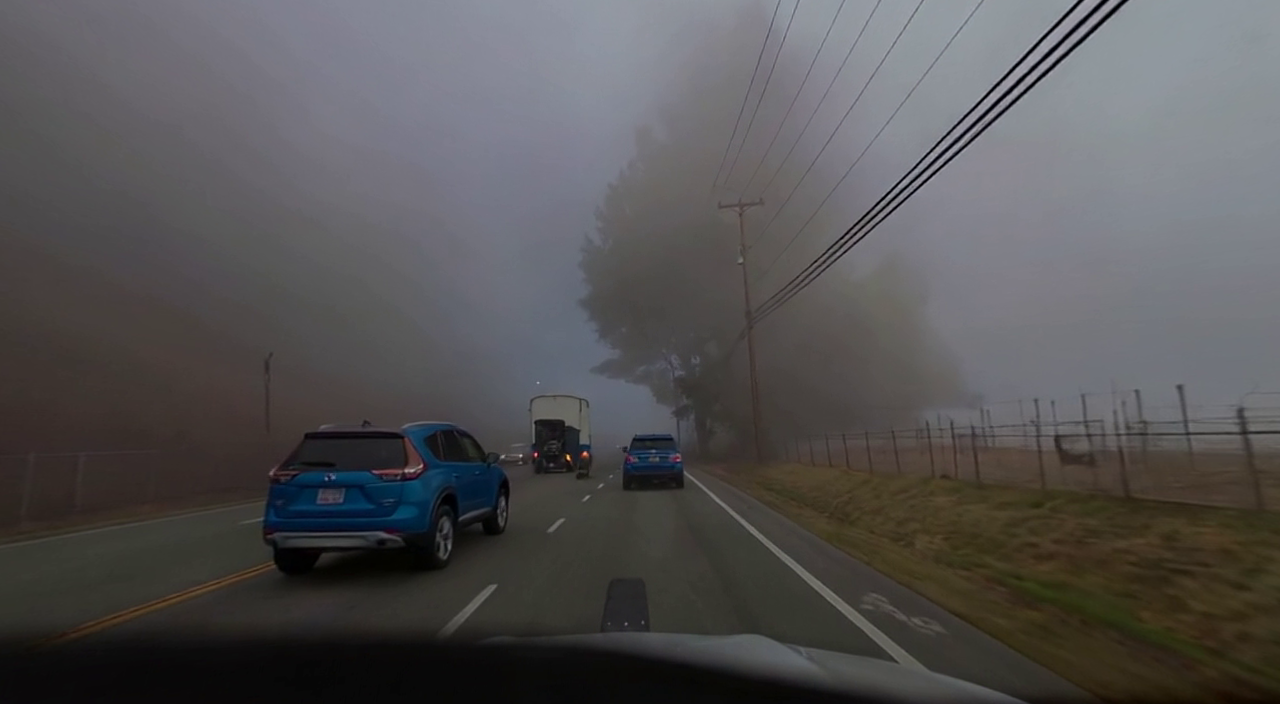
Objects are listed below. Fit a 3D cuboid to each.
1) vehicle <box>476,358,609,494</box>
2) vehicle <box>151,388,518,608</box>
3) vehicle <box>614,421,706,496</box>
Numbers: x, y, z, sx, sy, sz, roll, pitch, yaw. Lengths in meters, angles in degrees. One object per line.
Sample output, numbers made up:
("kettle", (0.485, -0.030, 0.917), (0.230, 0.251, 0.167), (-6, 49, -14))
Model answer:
("vehicle", (-2.880, 2.771, 22.478), (2.928, 3.658, 10.953), (0, -8, 0))
("vehicle", (-3.013, 1.558, 7.623), (2.093, 1.832, 4.508), (0, -8, 1))
("vehicle", (0.474, 2.840, 17.072), (2.174, 1.749, 4.113), (0, -8, 0))
